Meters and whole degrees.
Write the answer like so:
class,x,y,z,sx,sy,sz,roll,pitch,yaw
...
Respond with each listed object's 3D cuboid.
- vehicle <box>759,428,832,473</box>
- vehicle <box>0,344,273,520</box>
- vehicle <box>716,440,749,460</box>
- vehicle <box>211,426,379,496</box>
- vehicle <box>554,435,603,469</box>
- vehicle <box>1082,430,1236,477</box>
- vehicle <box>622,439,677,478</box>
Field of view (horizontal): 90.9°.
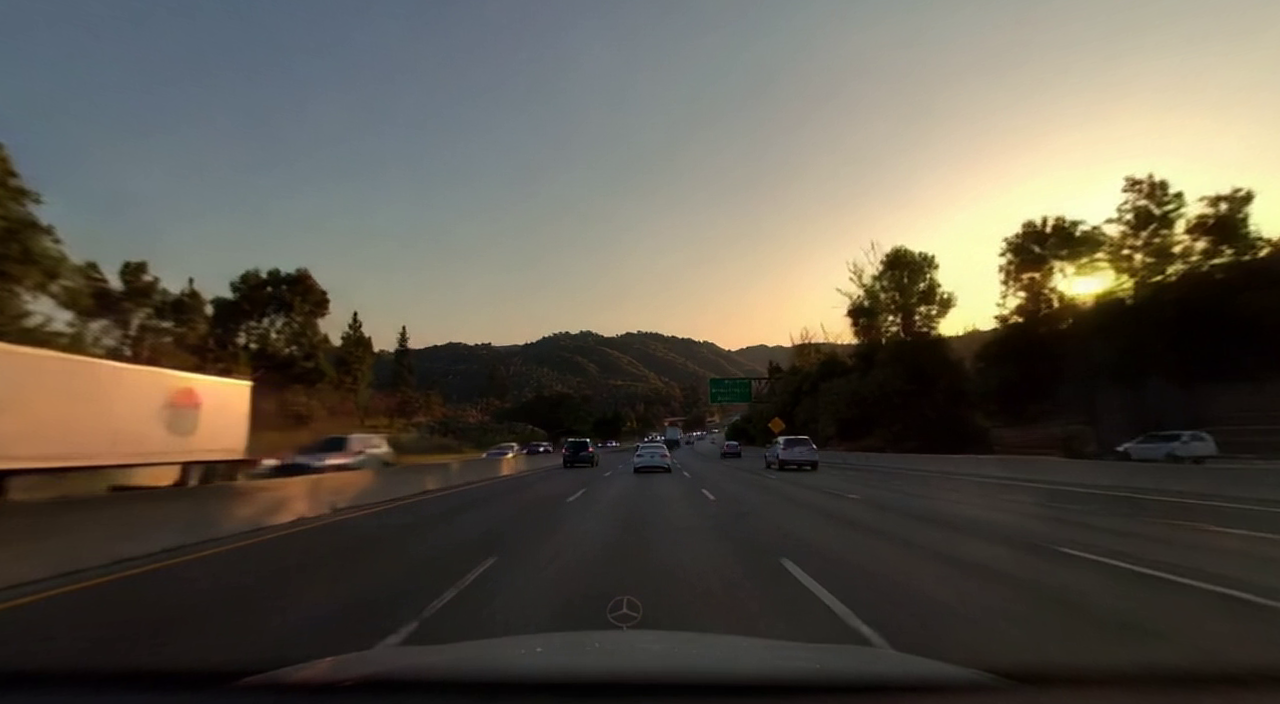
class,x,y,z,sx,sy,sz,roll,pitch,yaw
vehicle,7.238,4.632,29.905,2.094,1.916,5.099,0,-8,0
vehicle,-16.323,2.538,19.177,2.834,4.050,12.376,0,-8,0
vehicle,7.189,7.670,49.416,1.894,1.511,4.148,0,-8,-1
vehicle,-9.284,2.968,17.568,1.969,1.668,4.739,0,-8,0
vehicle,-3.290,5.425,34.380,2.140,1.720,4.410,0,-8,1
vehicle,20.257,3.980,24.954,1.912,1.652,4.601,0,-8,-5
vehicle,0.366,4.314,25.867,2.071,1.464,4.162,0,-8,0
